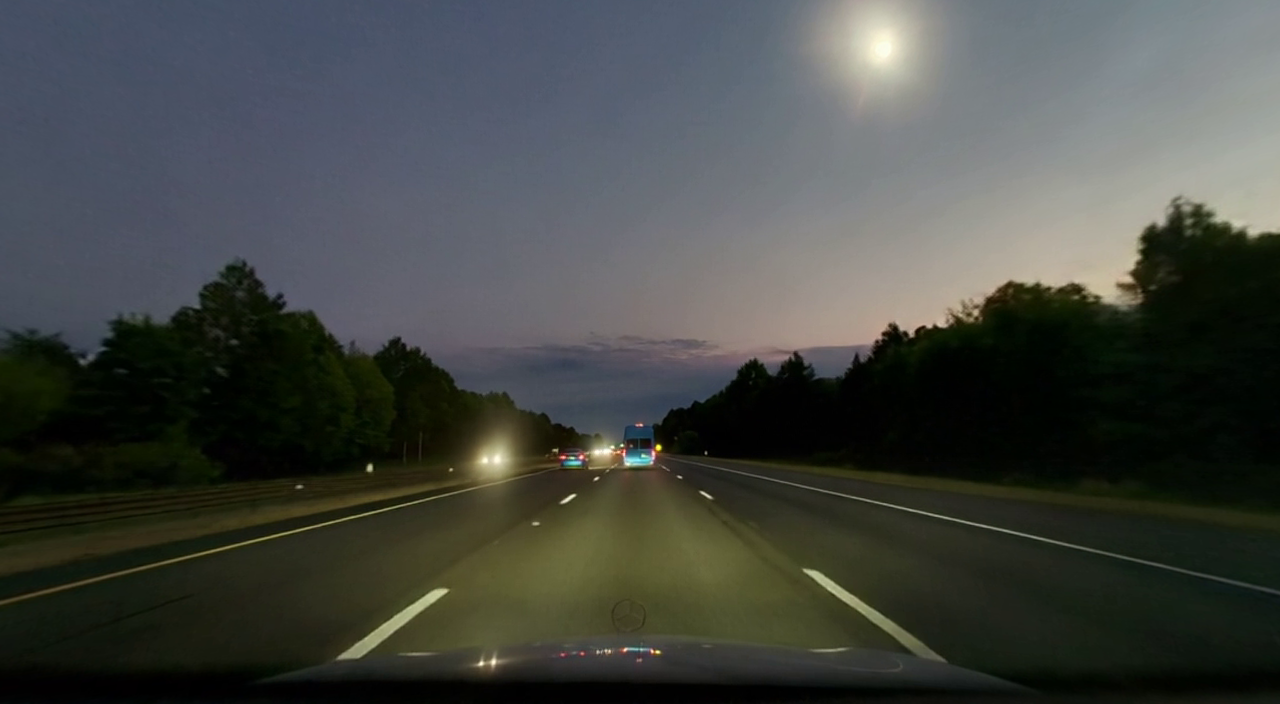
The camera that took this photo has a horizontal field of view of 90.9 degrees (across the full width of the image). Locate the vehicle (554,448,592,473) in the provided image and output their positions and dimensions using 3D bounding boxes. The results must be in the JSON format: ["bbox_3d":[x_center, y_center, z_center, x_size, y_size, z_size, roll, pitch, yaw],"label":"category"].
[{"bbox_3d":[-4.224,6.883,40.344,1.916,1.506,4.476,0,-9,0],"label":"vehicle"}]
